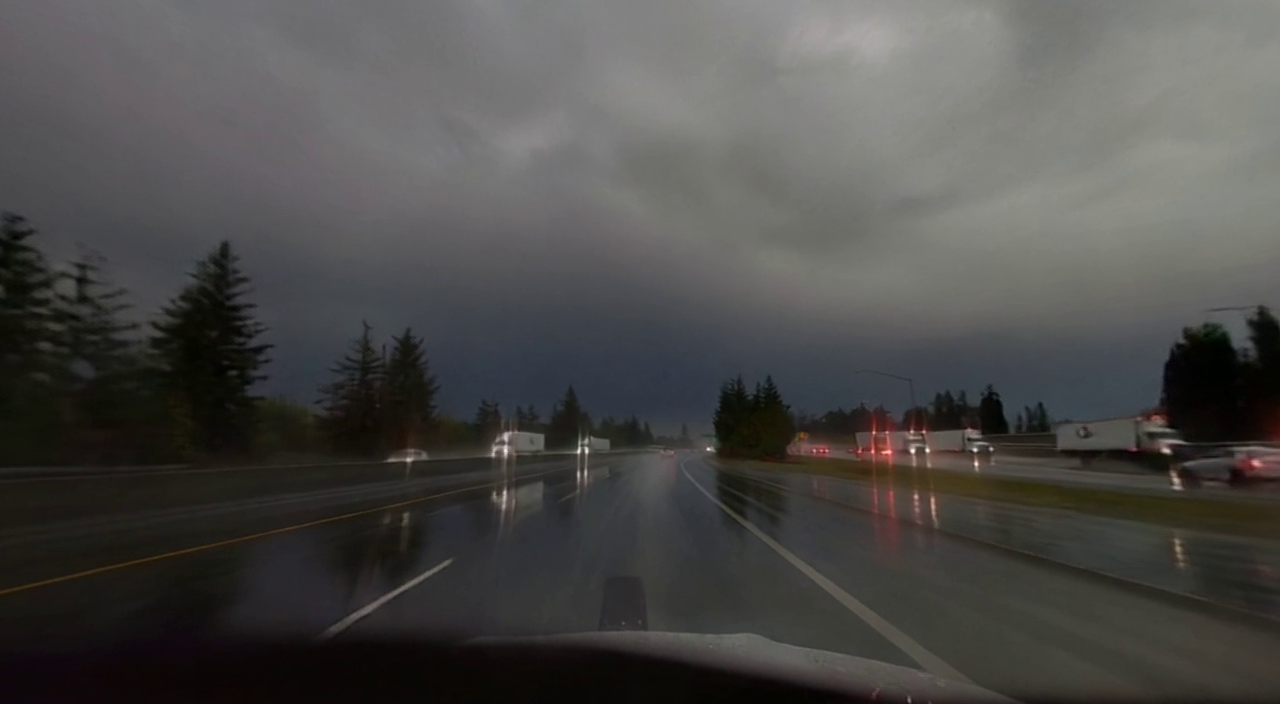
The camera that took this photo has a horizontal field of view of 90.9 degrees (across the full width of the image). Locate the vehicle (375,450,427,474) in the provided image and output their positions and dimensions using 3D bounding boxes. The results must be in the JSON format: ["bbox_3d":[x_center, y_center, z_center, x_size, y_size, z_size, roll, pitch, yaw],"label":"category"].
[{"bbox_3d":[-15.435,7.090,40.857,1.762,1.467,3.614,-1,-9,3],"label":"vehicle"}]

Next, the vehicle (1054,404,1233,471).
[{"bbox_3d":[37.428,6.725,48.168,2.915,4.160,14.848,-5,-10,7],"label":"vehicle"}]
